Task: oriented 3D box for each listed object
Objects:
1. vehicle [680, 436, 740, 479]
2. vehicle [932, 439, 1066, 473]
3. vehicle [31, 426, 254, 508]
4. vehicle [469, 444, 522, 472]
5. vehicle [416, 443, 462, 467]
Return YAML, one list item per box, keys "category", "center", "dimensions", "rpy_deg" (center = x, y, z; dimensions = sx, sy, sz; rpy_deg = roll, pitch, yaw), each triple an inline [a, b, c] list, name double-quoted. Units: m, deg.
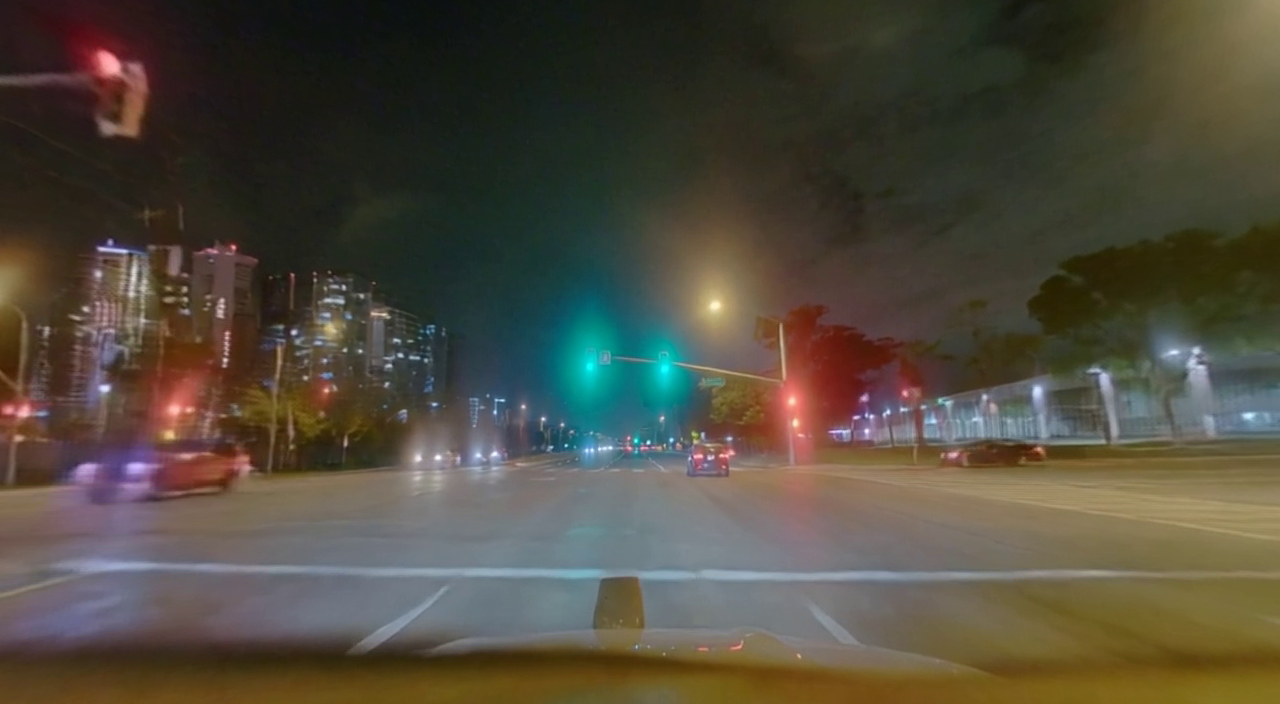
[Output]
- category: "vehicle"
  center: [3.034, 4.698, 28.351]
  dimensions: [2.069, 1.761, 4.610]
  rpy_deg: [0, -9, -1]
- category: "vehicle"
  center: [16.422, 4.791, 29.142]
  dimensions: [4.839, 1.490, 2.134]
  rpy_deg: [-1, -9, 5]
- category: "vehicle"
  center: [-12.263, 2.855, 16.095]
  dimensions: [1.951, 1.759, 4.518]
  rpy_deg: [0, -9, 0]
- category: "vehicle"
  center: [-8.057, 5.942, 35.735]
  dimensions: [1.963, 1.472, 4.584]
  rpy_deg: [0, -9, 0]
- category: "vehicle"
  center: [-15.435, 7.934, 48.744]
  dimensions: [2.021, 1.786, 4.624]
  rpy_deg: [0, -9, 0]
